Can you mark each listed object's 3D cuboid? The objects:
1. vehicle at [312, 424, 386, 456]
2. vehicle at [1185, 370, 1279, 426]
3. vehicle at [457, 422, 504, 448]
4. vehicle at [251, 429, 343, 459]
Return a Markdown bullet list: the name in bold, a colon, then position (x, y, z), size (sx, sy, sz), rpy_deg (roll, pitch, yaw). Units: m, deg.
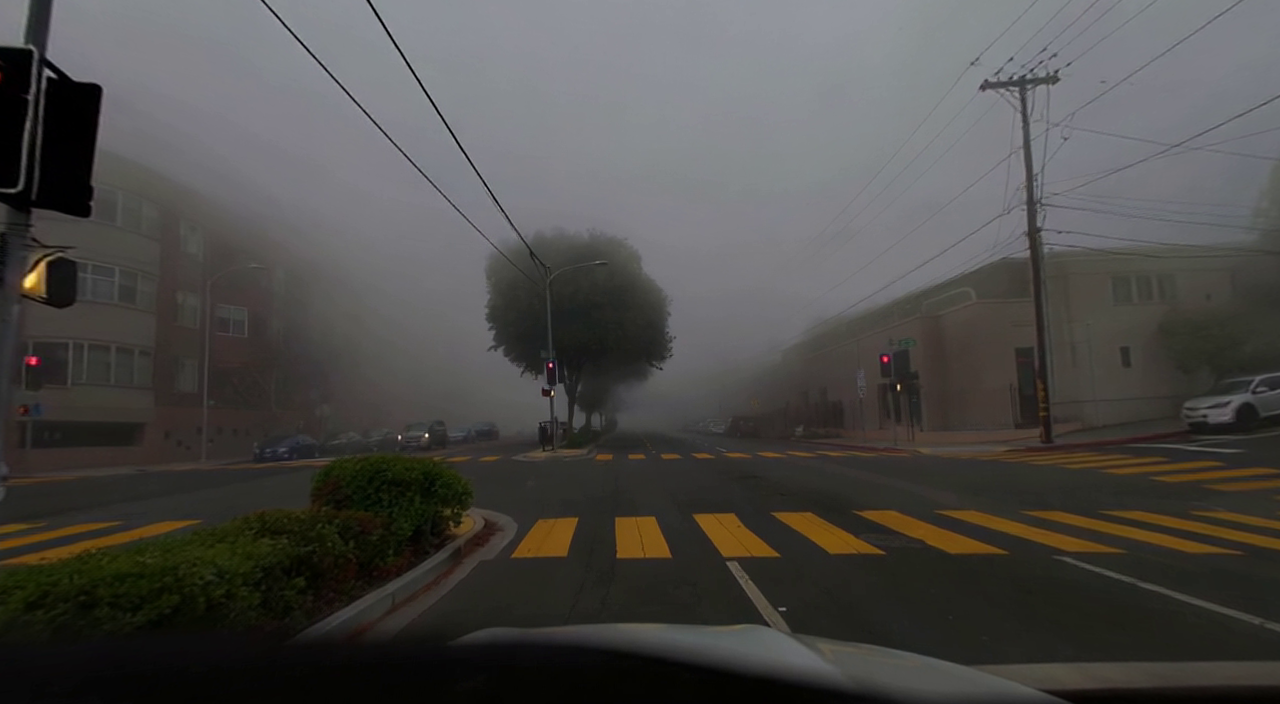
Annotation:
- **vehicle**: position (-18.262, 5.596, 39.955), size (2.225, 1.871, 5.189), rpy_deg (0, -9, 0)
- **vehicle**: position (22.361, 1.566, 22.343), size (4.531, 1.753, 1.964), rpy_deg (-2, -2, -5)
- **vehicle**: position (-11.644, 6.125, 46.416), size (2.118, 1.809, 4.591), rpy_deg (0, -8, 2)
- **vehicle**: position (-18.060, 4.907, 33.623), size (1.939, 1.430, 5.533), rpy_deg (0, -9, -2)
